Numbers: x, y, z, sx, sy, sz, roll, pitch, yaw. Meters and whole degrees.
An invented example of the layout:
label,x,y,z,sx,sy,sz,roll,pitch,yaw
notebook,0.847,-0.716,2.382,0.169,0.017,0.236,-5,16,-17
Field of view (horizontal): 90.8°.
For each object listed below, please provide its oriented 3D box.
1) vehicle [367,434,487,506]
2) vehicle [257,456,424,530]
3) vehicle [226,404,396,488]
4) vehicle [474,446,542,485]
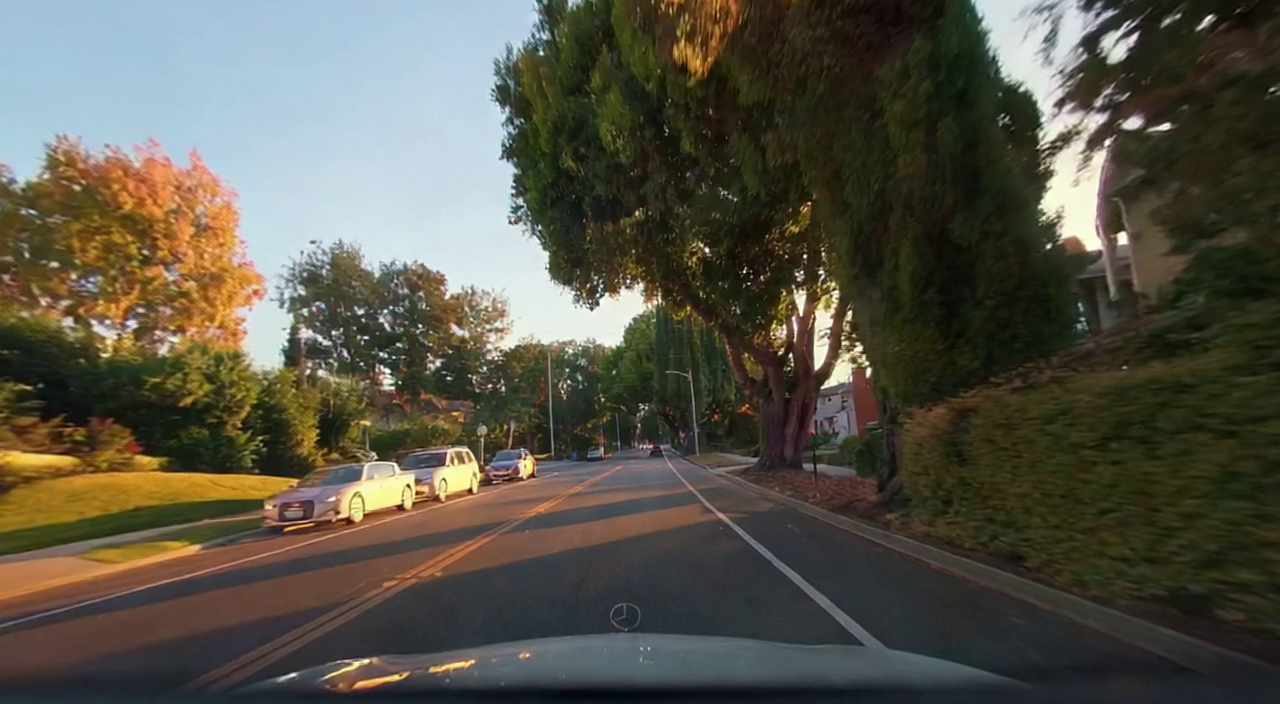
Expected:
label,x,y,z,sx,sy,sz,roll,pitch,yaw
vehicle,-6.781,3.851,20.833,2.012,1.902,5.437,-4,-10,1
vehicle,-7.051,3.322,15.458,1.960,1.486,4.217,-1,-9,1
vehicle,-13.985,4.065,27.130,6.042,3.086,2.589,-5,-9,9
vehicle,-6.461,5.629,31.680,1.984,1.732,5.628,-1,-9,2
